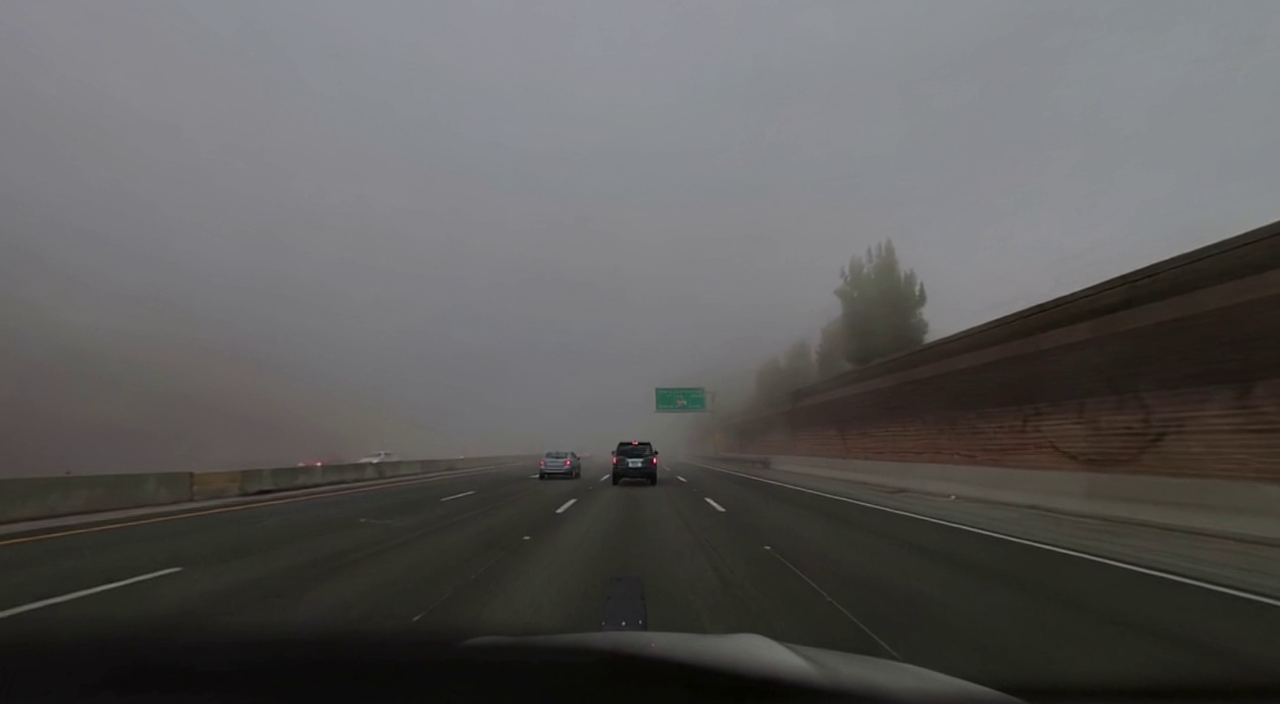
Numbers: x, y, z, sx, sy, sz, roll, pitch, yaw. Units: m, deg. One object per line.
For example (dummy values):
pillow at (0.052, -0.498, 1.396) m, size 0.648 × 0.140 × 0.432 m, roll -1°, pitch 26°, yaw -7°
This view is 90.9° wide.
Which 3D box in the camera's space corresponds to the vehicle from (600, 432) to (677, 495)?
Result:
vehicle at (-0.017, 3.535, 20.350) m, size 2.233 × 1.804 × 4.273 m, roll 0°, pitch -9°, yaw 1°

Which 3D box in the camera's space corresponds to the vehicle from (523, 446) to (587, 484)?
vehicle at (-3.442, 4.647, 26.298) m, size 1.967 × 1.442 × 4.143 m, roll 0°, pitch -9°, yaw 2°
